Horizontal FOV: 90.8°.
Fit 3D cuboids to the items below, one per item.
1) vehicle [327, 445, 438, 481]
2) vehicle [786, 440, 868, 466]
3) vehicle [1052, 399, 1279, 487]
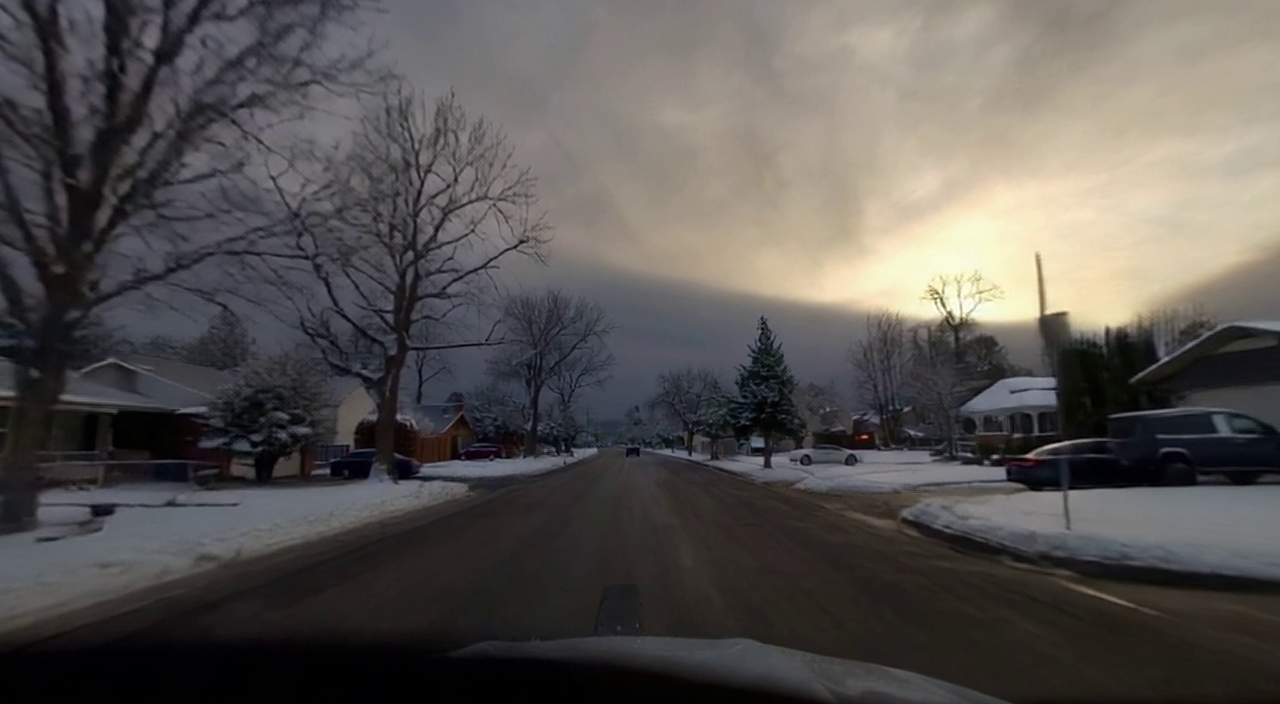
[{"bbox_3d":[-13.297,5.760,32.918,4.887,1.788,2.006,1,-8,-3],"label":"vehicle"},{"bbox_3d":[11.927,6.480,40.483,4.626,1.541,1.866,1,-9,-2],"label":"vehicle"},{"bbox_3d":[12.957,2.131,14.707,5.049,1.845,2.327,0,-9,0],"label":"vehicle"}]
